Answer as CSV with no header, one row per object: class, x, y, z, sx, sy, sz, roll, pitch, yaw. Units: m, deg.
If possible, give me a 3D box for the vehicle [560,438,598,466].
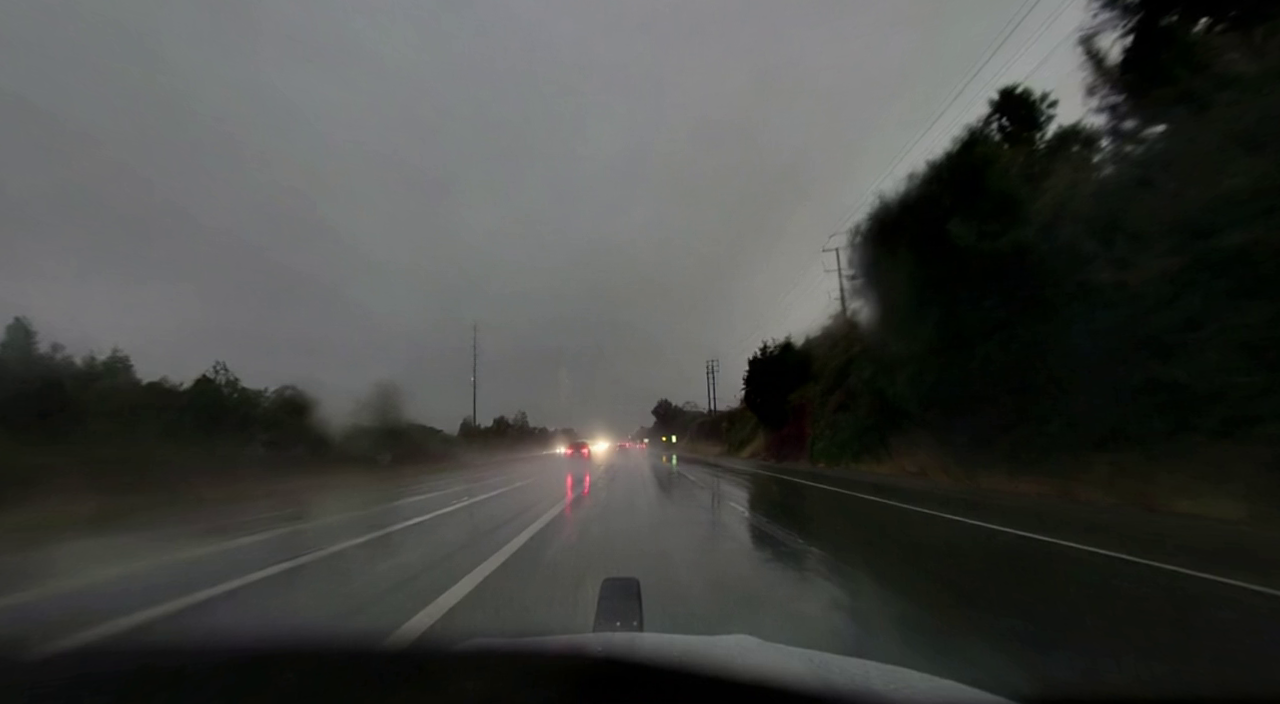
vehicle,-4.208,6.993,44.356,2.130,1.823,4.761,0,-8,1
